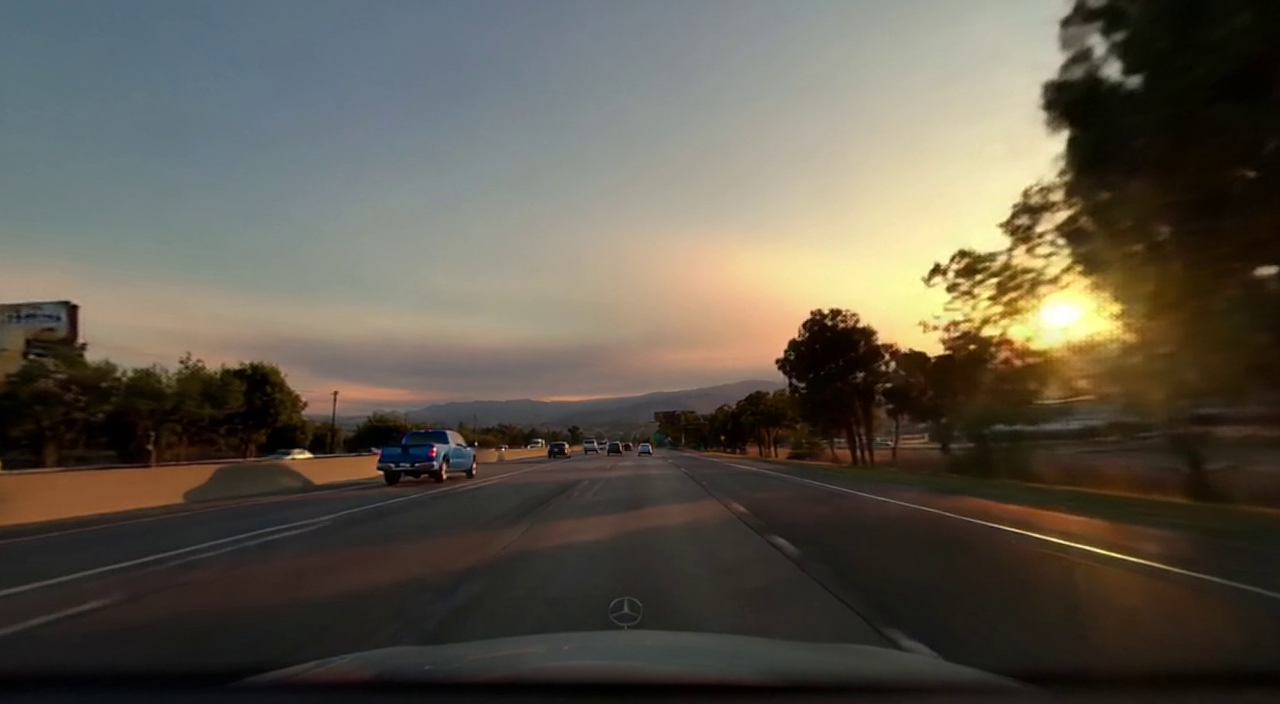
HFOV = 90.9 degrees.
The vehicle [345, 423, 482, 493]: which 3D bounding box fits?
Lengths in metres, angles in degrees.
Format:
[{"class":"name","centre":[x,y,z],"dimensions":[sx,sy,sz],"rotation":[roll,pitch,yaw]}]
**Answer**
[{"class":"vehicle","centre":[-7.015,3.359,20.444],"dimensions":[2.156,1.911,5.956],"rotation":[0,-8,1]}]
